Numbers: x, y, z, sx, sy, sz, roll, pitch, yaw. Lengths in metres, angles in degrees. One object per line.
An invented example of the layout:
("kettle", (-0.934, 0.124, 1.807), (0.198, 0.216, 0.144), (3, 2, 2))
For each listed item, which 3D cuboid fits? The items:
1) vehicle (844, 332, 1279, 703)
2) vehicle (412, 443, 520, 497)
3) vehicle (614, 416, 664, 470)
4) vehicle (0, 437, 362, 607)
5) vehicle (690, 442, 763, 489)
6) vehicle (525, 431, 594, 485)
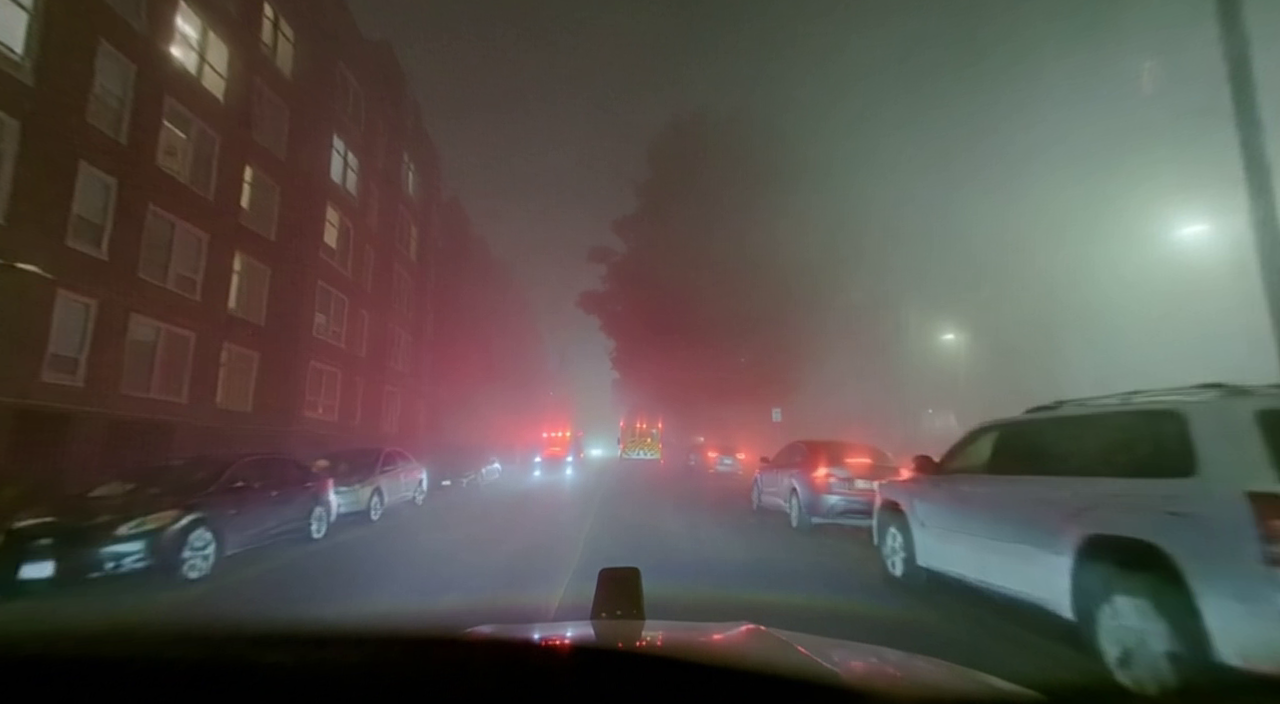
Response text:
("vehicle", (3.345, 1.192, 4.402), (2.188, 1.810, 4.709), (3, -9, -2))
("vehicle", (-5.304, 3.633, 19.972), (2.047, 1.471, 4.647), (0, -8, 0))
("vehicle", (-0.154, 5.678, 39.249), (2.754, 3.008, 7.730), (0, -8, -2))
("vehicle", (-5.381, 1.828, 7.797), (1.921, 1.482, 4.280), (0, -8, 0))
("vehicle", (3.328, 4.448, 25.171), (2.035, 1.549, 4.373), (5, -9, -2))
("vehicle", (-2.944, 3.962, 23.939), (2.029, 1.802, 4.229), (-1, -8, 0))
